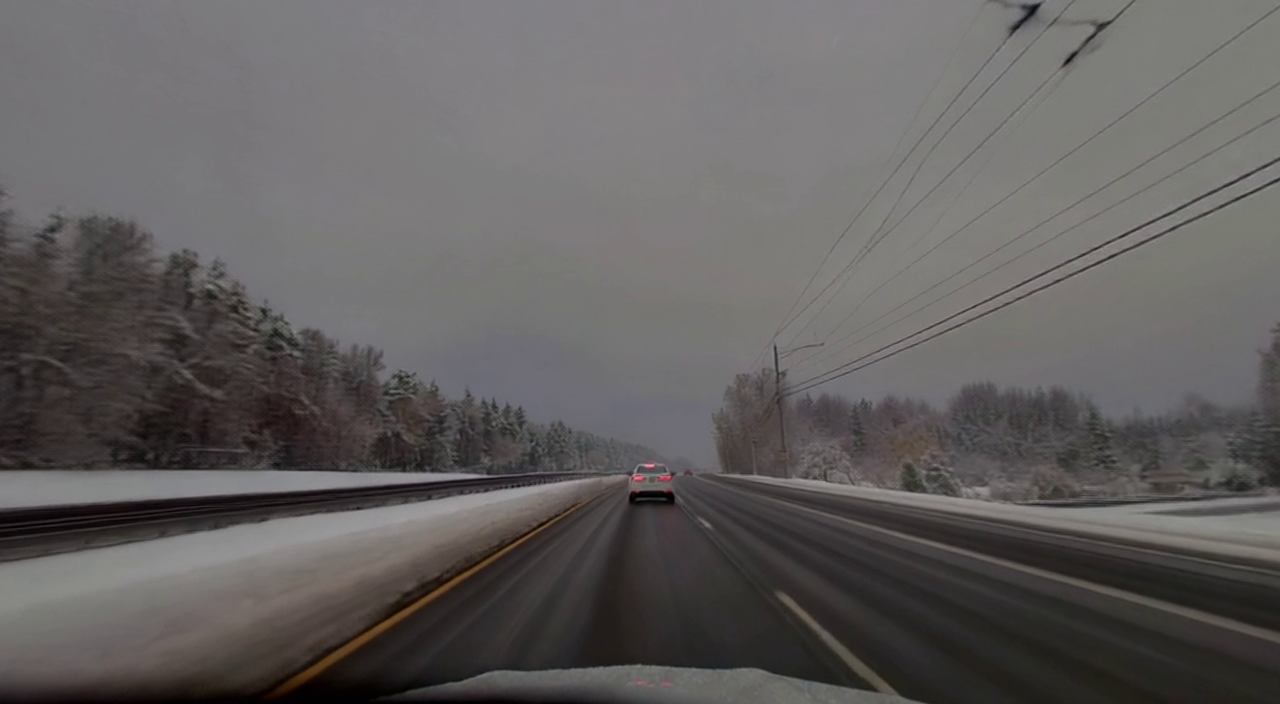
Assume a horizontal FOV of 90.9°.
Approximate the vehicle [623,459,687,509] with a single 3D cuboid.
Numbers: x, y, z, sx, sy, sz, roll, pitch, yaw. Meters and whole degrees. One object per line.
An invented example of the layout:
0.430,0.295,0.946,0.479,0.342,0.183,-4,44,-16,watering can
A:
0.480,4.430,21.417,1.987,1.480,3.786,1,-10,0,vehicle
